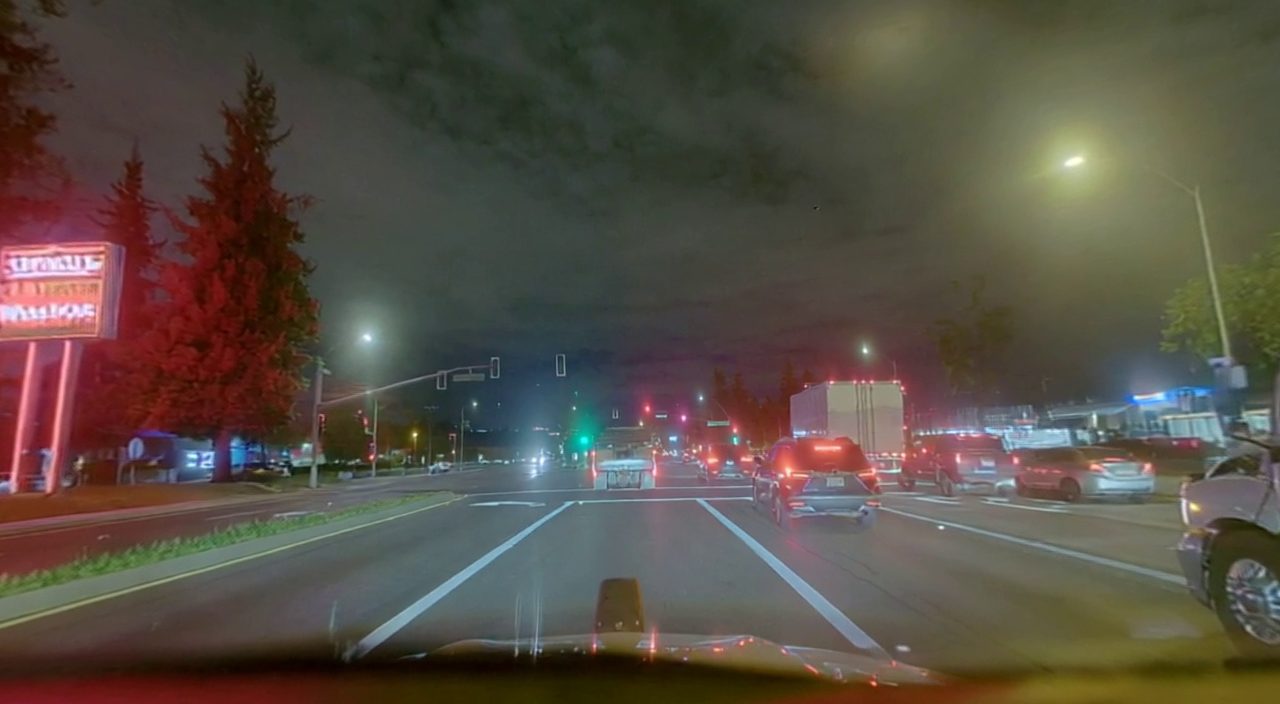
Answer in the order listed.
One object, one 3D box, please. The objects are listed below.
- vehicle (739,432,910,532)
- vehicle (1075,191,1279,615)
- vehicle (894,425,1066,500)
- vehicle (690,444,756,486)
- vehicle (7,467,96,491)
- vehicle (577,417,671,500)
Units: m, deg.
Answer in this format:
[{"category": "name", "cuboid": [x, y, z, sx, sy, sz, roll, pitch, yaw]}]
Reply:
[{"category": "vehicle", "cuboid": [3.363, 2.472, 12.713, 1.905, 1.587, 4.998, 0, -9, 0]}, {"category": "vehicle", "cuboid": [6.473, 0.165, 3.443, 2.802, 3.322, 7.429, 0, -9, 0]}, {"category": "vehicle", "cuboid": [10.229, 3.395, 19.759, 2.163, 1.973, 5.692, 0, -9, -1]}, {"category": "vehicle", "cuboid": [3.151, 4.420, 25.006, 1.922, 1.483, 4.436, 0, -9, -1]}, {"category": "vehicle", "cuboid": [-38.172, 8.221, 41.011, 4.150, 1.474, 1.826, -2, -9, 7]}, {"category": "vehicle", "cuboid": [-0.461, 3.236, 19.460, 2.499, 2.183, 5.111, 0, -9, -1]}]
